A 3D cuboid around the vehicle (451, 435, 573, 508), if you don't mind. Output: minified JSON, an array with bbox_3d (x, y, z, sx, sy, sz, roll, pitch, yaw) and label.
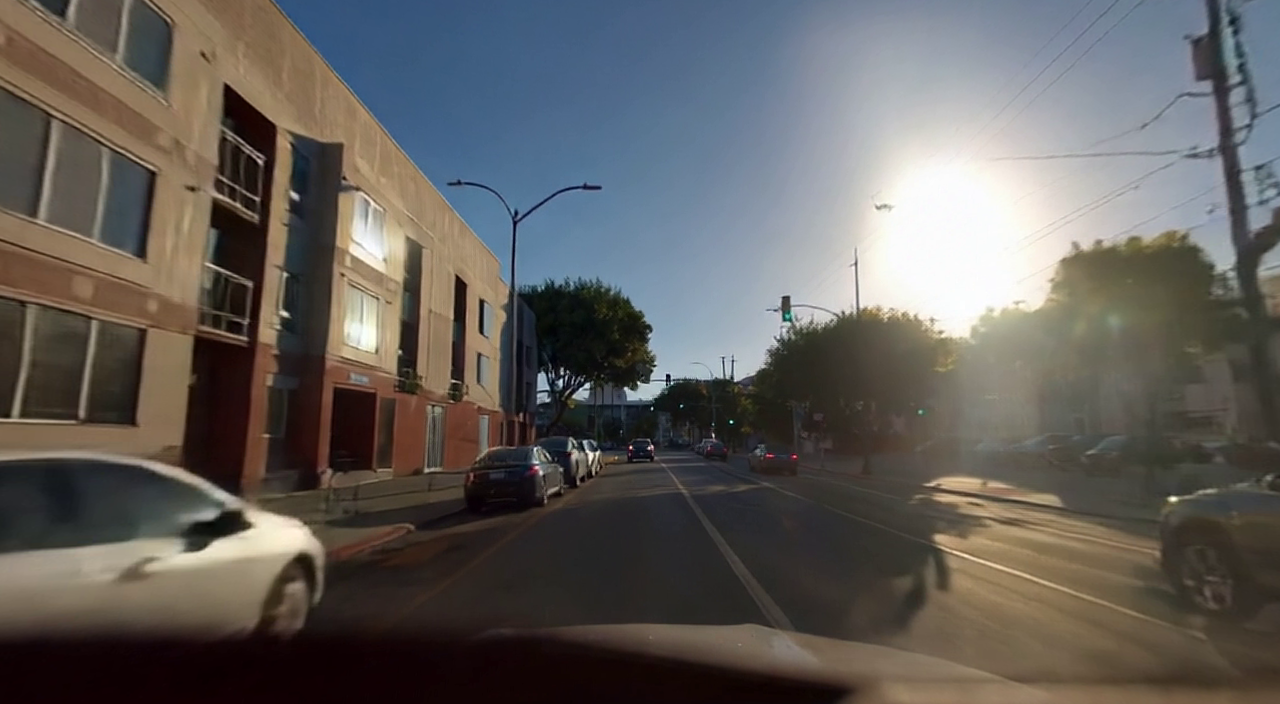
[{"bbox_3d":[-2.857,2.776,15.098,1.843,1.482,4.310,-1,-8,3],"label":"vehicle"}]

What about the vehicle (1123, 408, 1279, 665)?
[{"bbox_3d":[4.981,1.027,3.074,1.891,1.599,4.173,0,-8,0],"label":"vehicle"}]

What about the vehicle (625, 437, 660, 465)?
[{"bbox_3d":[0.197,6.294,40.301,2.122,1.689,3.885,0,-8,1],"label":"vehicle"}]

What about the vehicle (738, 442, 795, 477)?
[{"bbox_3d":[5.627,4.813,28.515,1.799,1.463,3.464,0,-8,-1],"label":"vehicle"}]

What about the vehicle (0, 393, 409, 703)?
[{"bbox_3d":[-3.079,0.998,2.815,2.040,1.478,5.097,0,-8,2],"label":"vehicle"}]
